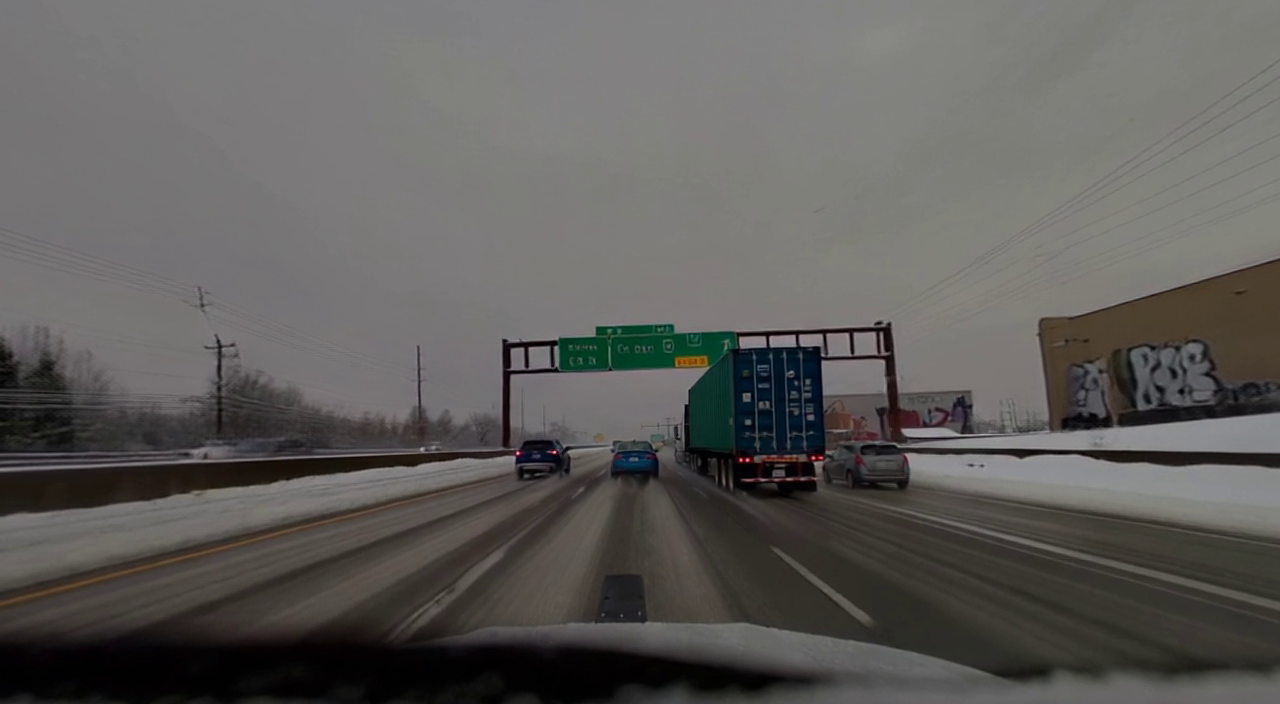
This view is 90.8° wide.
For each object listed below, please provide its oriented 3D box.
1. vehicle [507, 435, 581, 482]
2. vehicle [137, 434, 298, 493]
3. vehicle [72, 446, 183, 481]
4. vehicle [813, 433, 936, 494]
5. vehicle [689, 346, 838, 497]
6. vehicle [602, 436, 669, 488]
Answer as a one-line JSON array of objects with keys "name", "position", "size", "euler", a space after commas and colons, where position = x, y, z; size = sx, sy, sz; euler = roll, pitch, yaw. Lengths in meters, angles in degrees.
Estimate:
[{"name": "vehicle", "position": [-3.926, 4.445, 26.615], "size": [2.264, 1.804, 4.584], "euler": [0, -9, 2]}, {"name": "vehicle", "position": [-12.969, 3.443, 19.846], "size": [2.019, 1.587, 4.565], "euler": [0, -9, -2]}, {"name": "vehicle", "position": [-24.813, 5.409, 30.815], "size": [1.844, 1.559, 4.302], "euler": [1, -9, -2]}, {"name": "vehicle", "position": [7.423, 3.583, 20.627], "size": [2.202, 1.731, 4.628], "euler": [0, -9, 0]}, {"name": "vehicle", "position": [3.814, 2.827, 23.581], "size": [2.800, 4.039, 13.179], "euler": [0, -9, 0]}, {"name": "vehicle", "position": [-0.160, 3.907, 22.737], "size": [2.191, 1.685, 4.015], "euler": [0, -9, 0]}]
